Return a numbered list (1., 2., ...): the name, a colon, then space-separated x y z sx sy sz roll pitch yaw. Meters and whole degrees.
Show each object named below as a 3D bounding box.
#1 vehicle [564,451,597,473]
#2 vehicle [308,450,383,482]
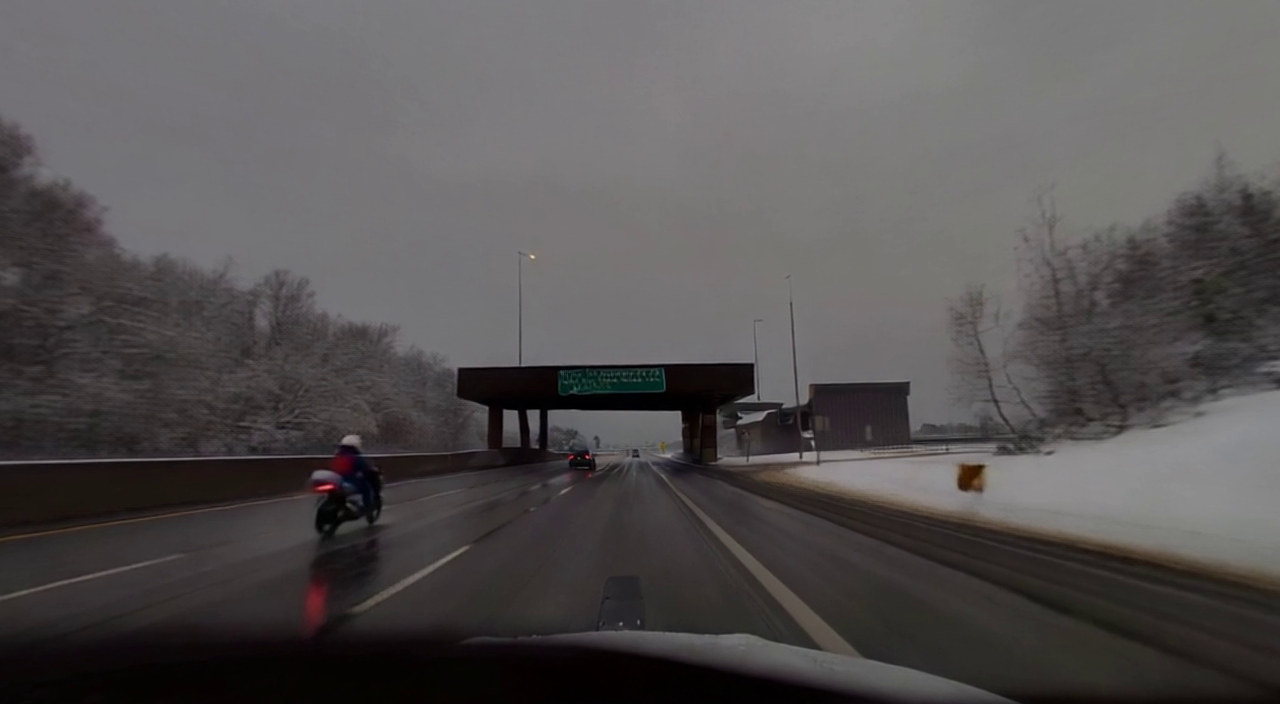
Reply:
1. vehicle: -4.237 7.916 45.745 1.992 1.504 4.117 0 -9 0
2. vehicle: -16.376 6.337 35.333 1.951 1.637 4.647 0 -9 0
